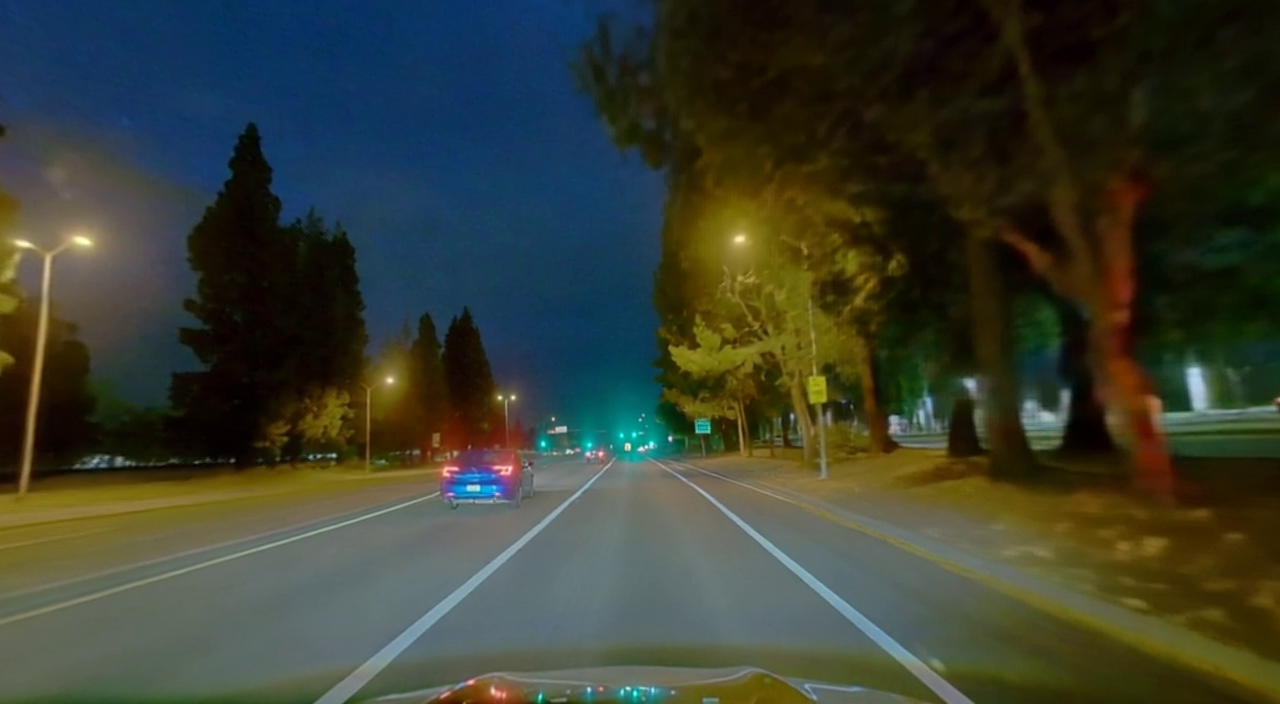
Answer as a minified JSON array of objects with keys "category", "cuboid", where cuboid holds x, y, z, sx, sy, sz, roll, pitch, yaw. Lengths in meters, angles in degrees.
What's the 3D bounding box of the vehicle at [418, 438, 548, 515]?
[{"category":"vehicle","cuboid":[-3.367,2.740,14.426,1.964,1.472,4.078,0,-8,-1]}]
